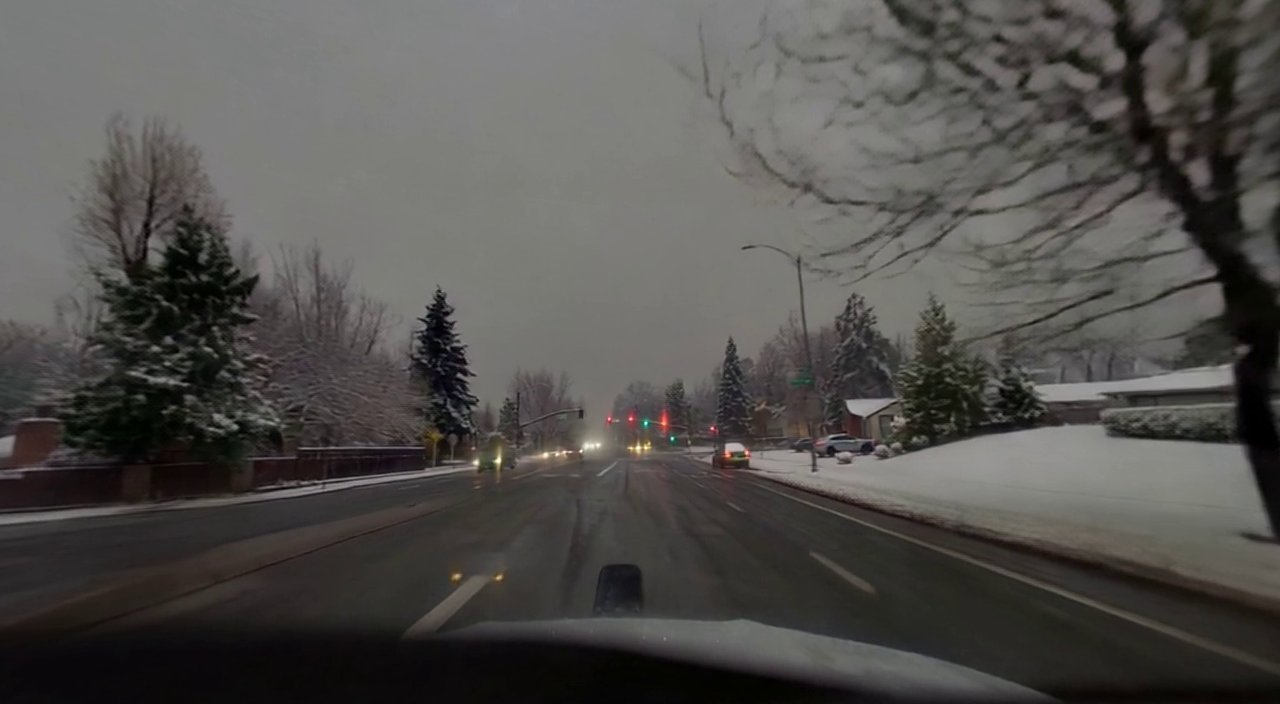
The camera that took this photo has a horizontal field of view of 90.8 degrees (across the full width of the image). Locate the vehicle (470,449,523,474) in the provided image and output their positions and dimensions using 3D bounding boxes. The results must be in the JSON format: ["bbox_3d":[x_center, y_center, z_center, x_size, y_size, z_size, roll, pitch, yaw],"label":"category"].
[{"bbox_3d":[-9.024,6.924,40.169,2.067,1.491,4.807,-1,-9,3],"label":"vehicle"}]

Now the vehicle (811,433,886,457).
[{"bbox_3d":[13.233,5.920,40.260,4.164,1.470,1.921,0,-7,2],"label":"vehicle"}]

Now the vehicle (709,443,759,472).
[{"bbox_3d":[5.037,5.721,34.417,1.917,1.440,4.335,0,-9,-2],"label":"vehicle"}]
